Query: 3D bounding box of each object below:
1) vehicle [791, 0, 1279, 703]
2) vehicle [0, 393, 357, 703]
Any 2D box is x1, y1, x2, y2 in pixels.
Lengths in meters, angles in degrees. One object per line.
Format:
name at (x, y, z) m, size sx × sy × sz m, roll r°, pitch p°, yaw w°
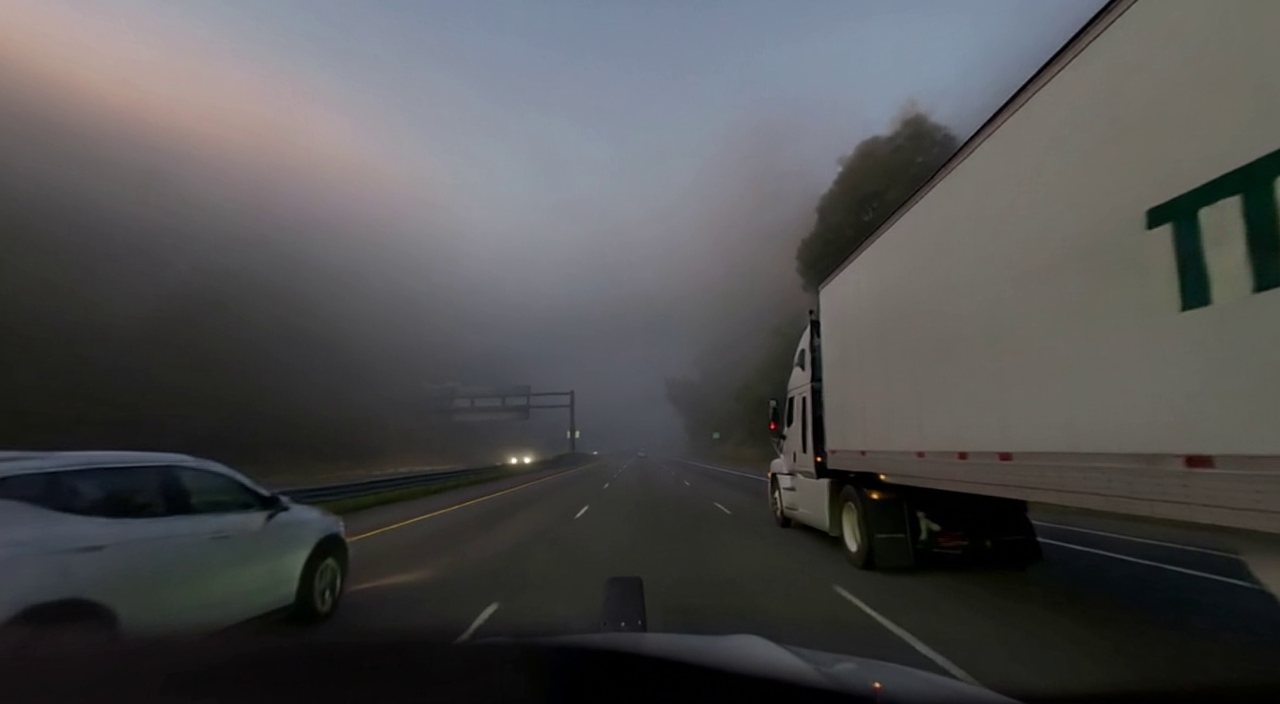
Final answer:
vehicle at (3.829, 0.334, 6.261) m, size 3.010 × 3.907 × 5.999 m, roll 0°, pitch -9°, yaw -1°
vehicle at (-3.267, 0.948, 2.549) m, size 2.054 × 1.475 × 4.708 m, roll 0°, pitch -9°, yaw 0°
